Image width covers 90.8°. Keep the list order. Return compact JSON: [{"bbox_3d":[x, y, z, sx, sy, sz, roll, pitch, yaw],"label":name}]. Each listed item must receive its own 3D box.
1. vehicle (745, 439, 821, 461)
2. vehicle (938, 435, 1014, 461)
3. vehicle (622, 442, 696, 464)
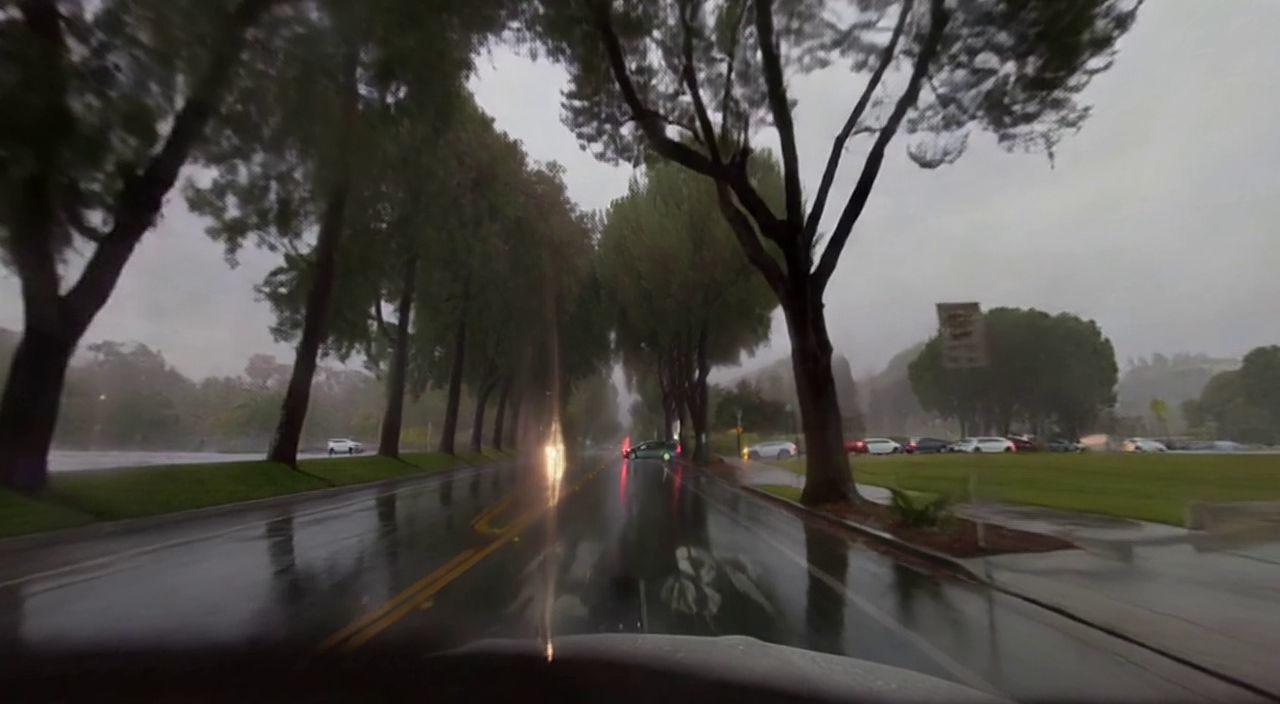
[{"bbox_3d":[10.017,6.909,44.549,4.870,1.507,2.073,0,-9,0],"label":"vehicle"},{"bbox_3d":[21.055,6.044,39.655,3.830,1.429,1.890,4,-10,-10],"label":"vehicle"},{"bbox_3d":[1.366,7.402,46.301,4.890,1.478,2.253,-5,-10,30],"label":"vehicle"}]
